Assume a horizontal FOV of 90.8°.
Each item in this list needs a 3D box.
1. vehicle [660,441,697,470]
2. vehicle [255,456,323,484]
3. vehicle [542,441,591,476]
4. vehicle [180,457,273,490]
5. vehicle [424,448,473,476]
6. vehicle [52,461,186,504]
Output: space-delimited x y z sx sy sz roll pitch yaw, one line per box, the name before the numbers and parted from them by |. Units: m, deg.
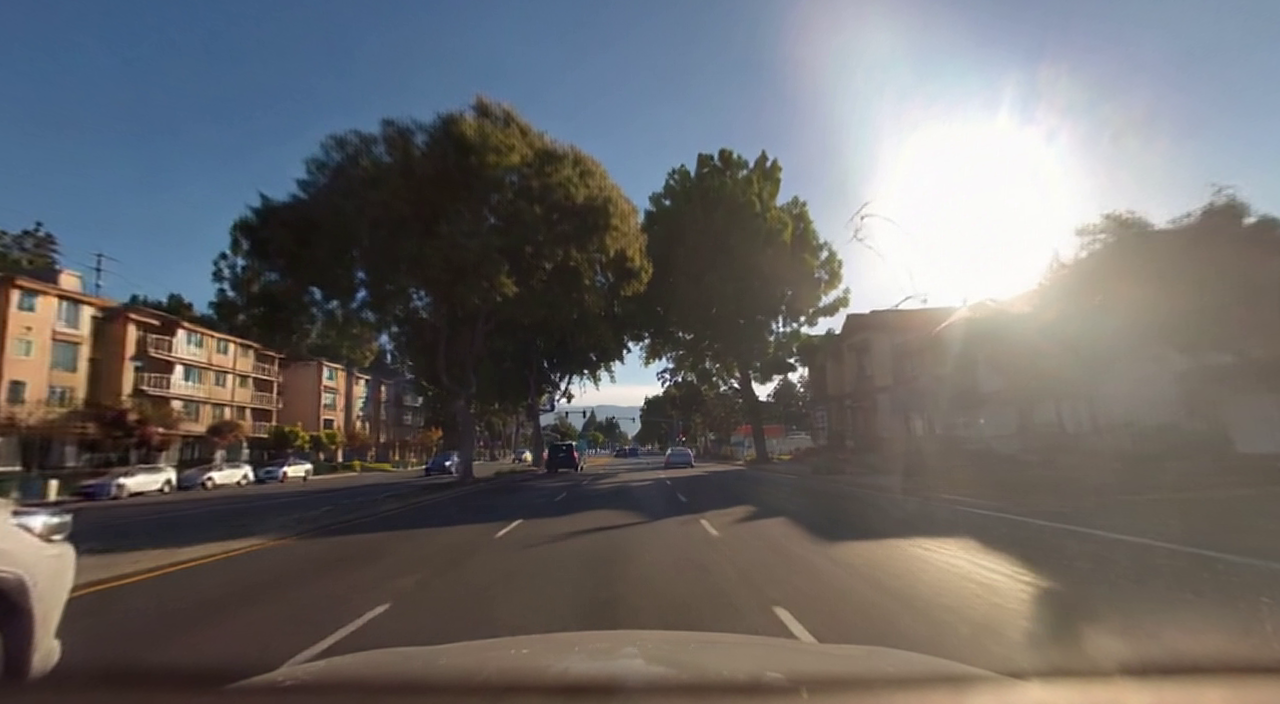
vehicle | 2.411 6.613 40.564 2.018 1.719 4.369 0 -8 -1
vehicle | -22.882 7.689 41.385 1.918 1.586 4.366 0 -8 0
vehicle | -3.809 5.589 33.425 2.083 1.685 4.069 0 -8 1
vehicle | -22.928 6.730 35.298 1.938 1.613 4.830 0 -8 -1
vehicle | -11.773 6.752 39.099 1.838 1.588 3.658 0 -8 0
vehicle | -22.873 5.705 28.033 2.176 1.516 4.532 -3 -8 -1
